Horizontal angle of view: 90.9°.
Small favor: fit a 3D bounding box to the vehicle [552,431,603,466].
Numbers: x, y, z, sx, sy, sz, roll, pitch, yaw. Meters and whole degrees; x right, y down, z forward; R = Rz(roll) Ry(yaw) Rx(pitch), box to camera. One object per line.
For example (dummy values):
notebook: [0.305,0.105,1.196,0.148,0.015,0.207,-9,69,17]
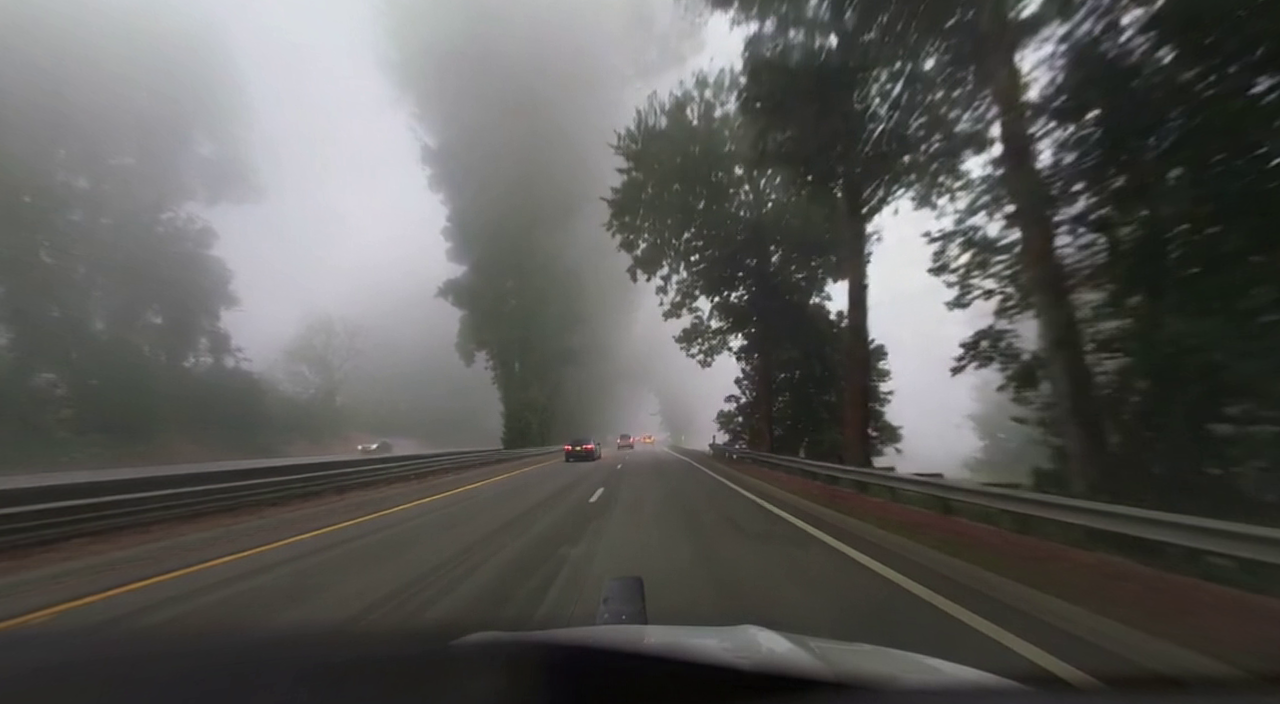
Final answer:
vehicle: [-2.971,4.678,30.724,2.025,1.571,3.662,-1,-9,1]
